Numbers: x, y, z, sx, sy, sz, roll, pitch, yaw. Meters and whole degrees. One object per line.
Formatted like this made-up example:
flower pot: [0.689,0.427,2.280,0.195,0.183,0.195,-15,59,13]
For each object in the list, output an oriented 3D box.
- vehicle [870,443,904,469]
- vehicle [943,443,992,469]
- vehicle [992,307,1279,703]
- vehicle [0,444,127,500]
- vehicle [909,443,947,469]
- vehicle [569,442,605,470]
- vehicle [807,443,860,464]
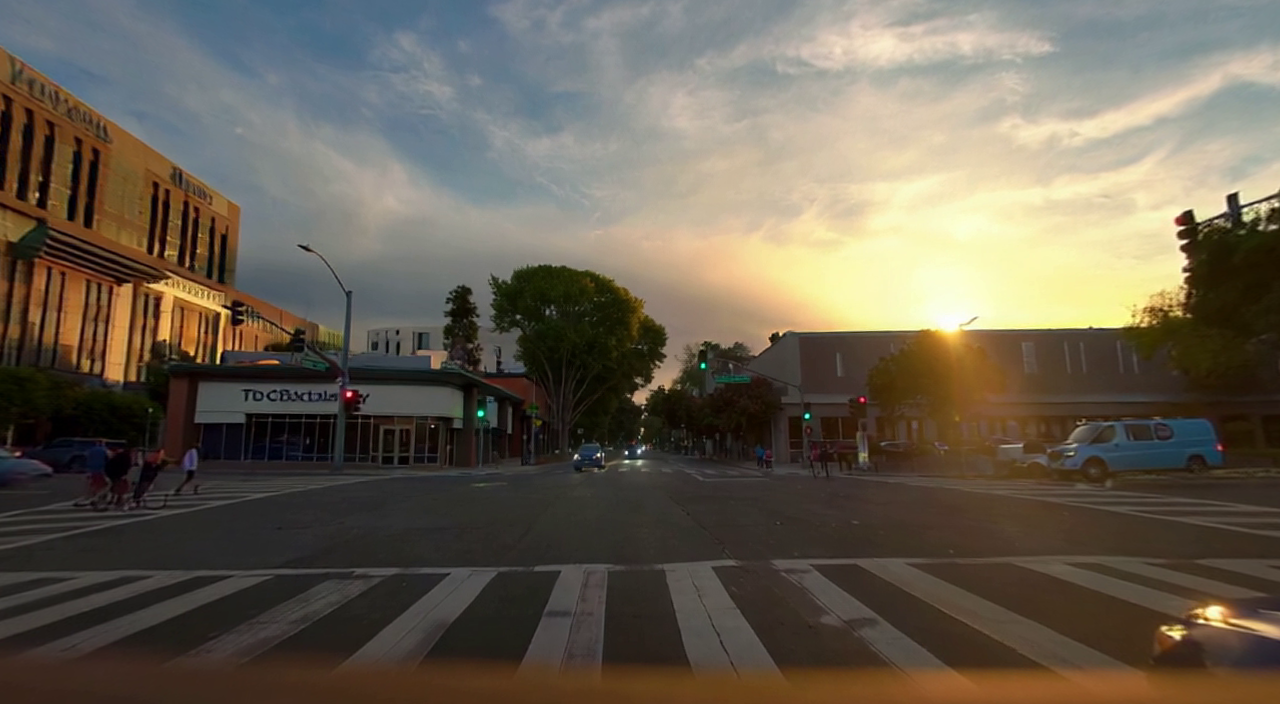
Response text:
vehicle: [15.833,6.620,40.378,1.875,1.543,3.853,-3,-9,22]
vehicle: [20.485,6.490,39.628,2.066,1.488,4.158,-3,-9,19]
vehicle: [2.880,0.598,0.878,2.048,1.725,4.754,0,-8,1]
vehicle: [-18.061,3.435,18.282,4.686,1.500,1.935,0,-8,2]
vehicle: [18.188,6.539,39.926,1.791,1.520,3.649,-3,-9,19]
vehicle: [-3.301,6.562,39.836,1.961,1.658,4.064,0,-8,0]
vehicle: [14.984,7.879,49.080,1.924,1.579,4.084,3,-9,-18]
